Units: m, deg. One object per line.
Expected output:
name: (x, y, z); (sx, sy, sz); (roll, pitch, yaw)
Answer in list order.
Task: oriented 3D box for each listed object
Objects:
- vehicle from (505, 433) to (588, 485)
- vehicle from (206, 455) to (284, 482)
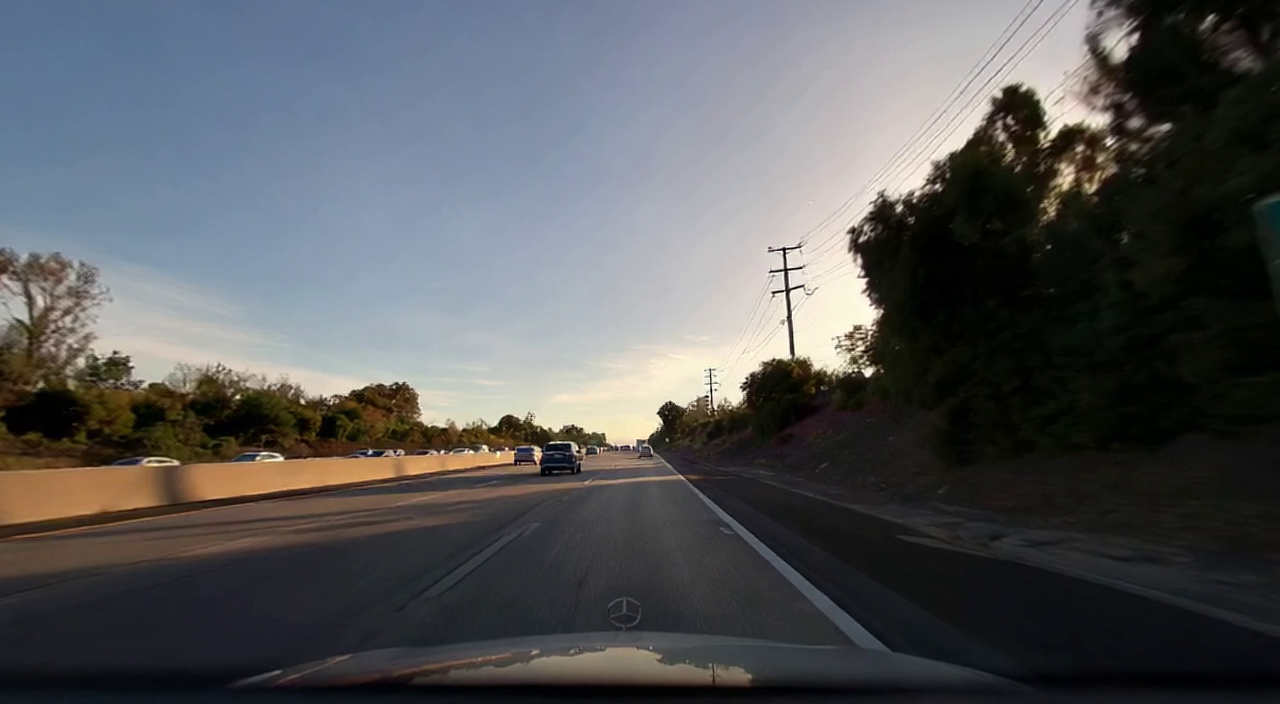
vehicle: (-3.727, 4.423, 26.336); (2.577, 1.939, 5.408); (0, -9, 1)
vehicle: (-24.260, 7.131, 38.885); (1.840, 1.510, 4.549); (0, -9, 1)
